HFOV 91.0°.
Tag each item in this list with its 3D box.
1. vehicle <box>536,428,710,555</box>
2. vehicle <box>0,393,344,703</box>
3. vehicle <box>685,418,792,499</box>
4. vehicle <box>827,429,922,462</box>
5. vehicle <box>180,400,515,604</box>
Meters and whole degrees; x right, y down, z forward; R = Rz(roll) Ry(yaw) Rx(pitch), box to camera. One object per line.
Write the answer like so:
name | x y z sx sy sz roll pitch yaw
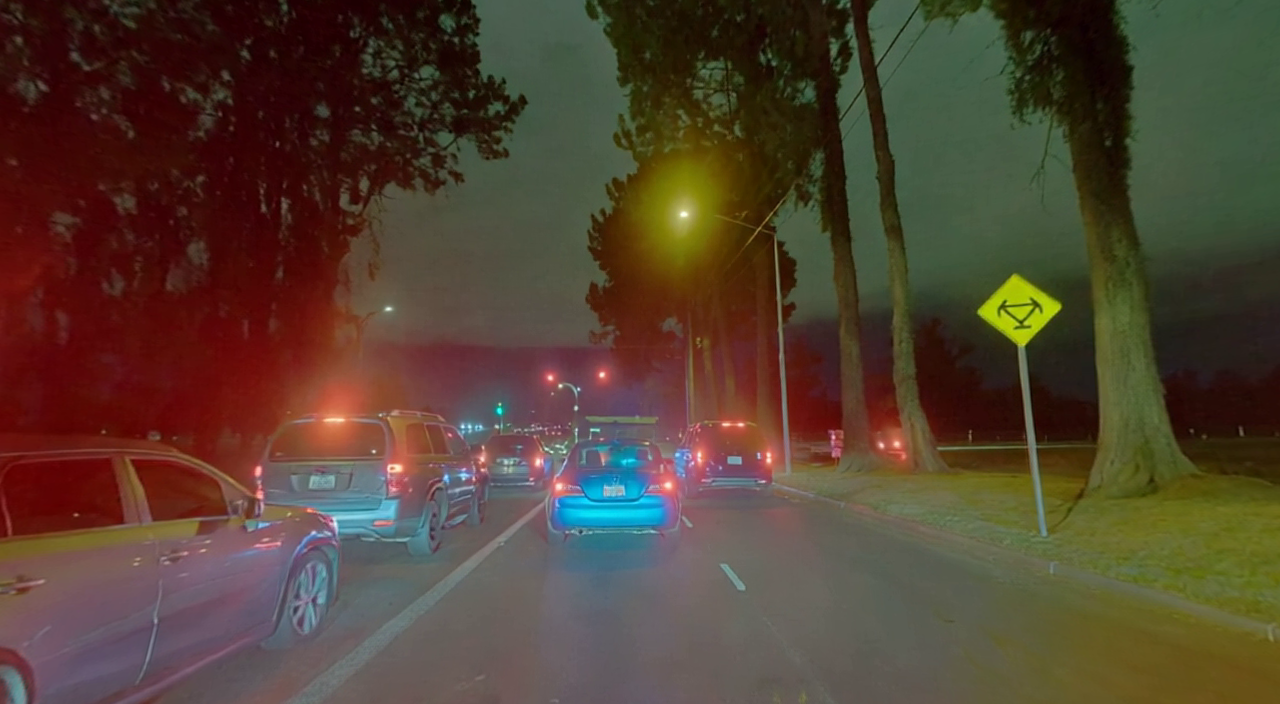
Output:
vehicle | -0.253 1.919 9.345 2.025 1.453 3.848 0 -8 -2
vehicle | -2.914 0.833 1.620 1.974 1.484 4.716 0 -8 0
vehicle | 2.450 2.816 16.921 2.059 1.864 4.541 0 -8 -1
vehicle | 11.374 4.555 30.697 3.883 1.534 1.779 0 -8 2
vehicle | -2.893 1.573 7.451 1.964 1.712 4.097 0 -8 0
